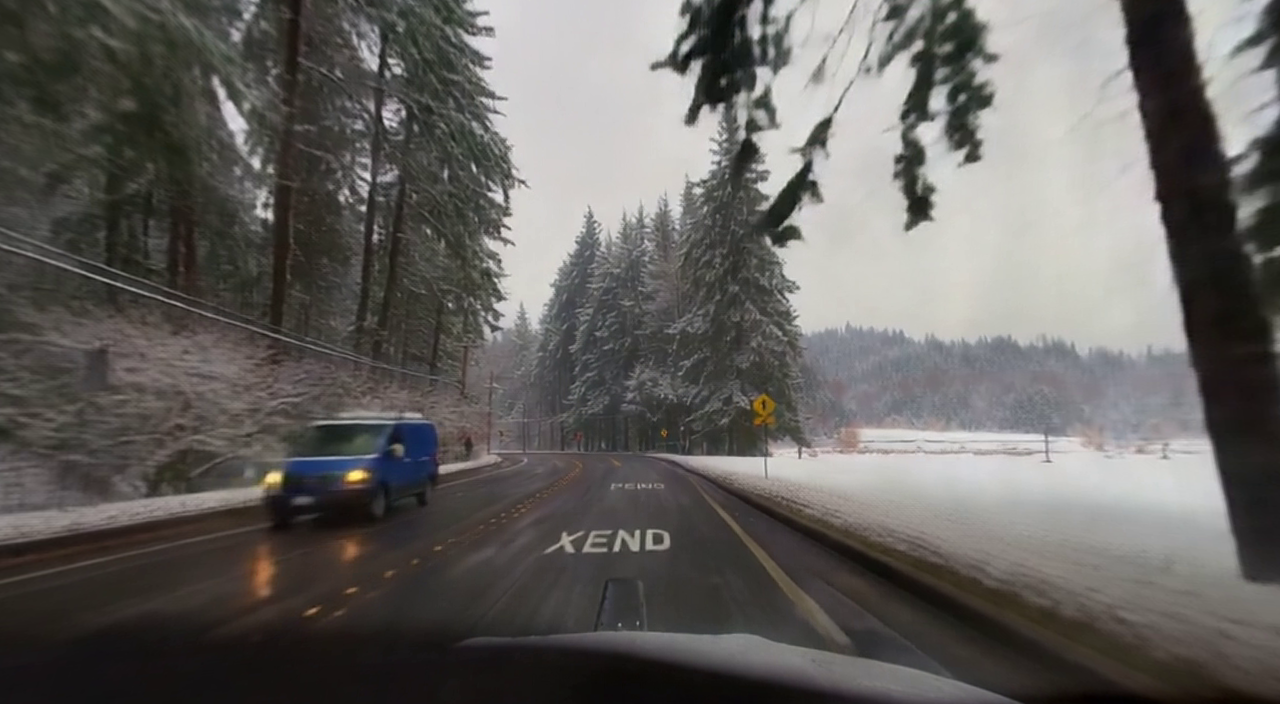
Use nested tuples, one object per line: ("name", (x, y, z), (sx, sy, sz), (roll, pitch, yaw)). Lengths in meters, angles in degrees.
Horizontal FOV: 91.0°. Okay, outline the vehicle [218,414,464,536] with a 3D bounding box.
("vehicle", (-5.563, 2.389, 12.974), (2.394, 1.900, 5.863), (0, -8, -2))
